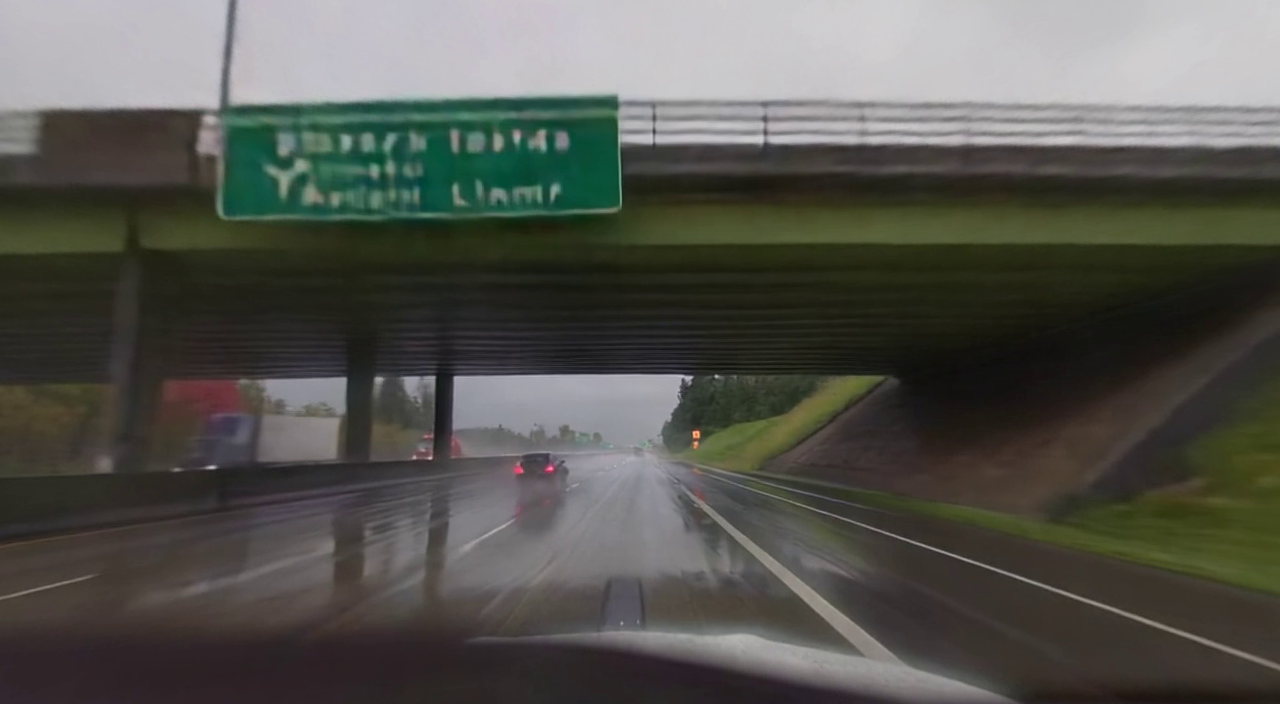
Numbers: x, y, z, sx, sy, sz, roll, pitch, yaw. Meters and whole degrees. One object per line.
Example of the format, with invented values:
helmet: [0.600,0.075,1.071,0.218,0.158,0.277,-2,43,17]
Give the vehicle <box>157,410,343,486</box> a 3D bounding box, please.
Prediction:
vehicle: [-23.753,6.119,40.157,2.831,3.931,14.158,0,-9,0]

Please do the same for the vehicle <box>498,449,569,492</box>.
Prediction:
vehicle: [-3.987,4.497,24.272,1.992,1.504,4.117,0,-9,0]
